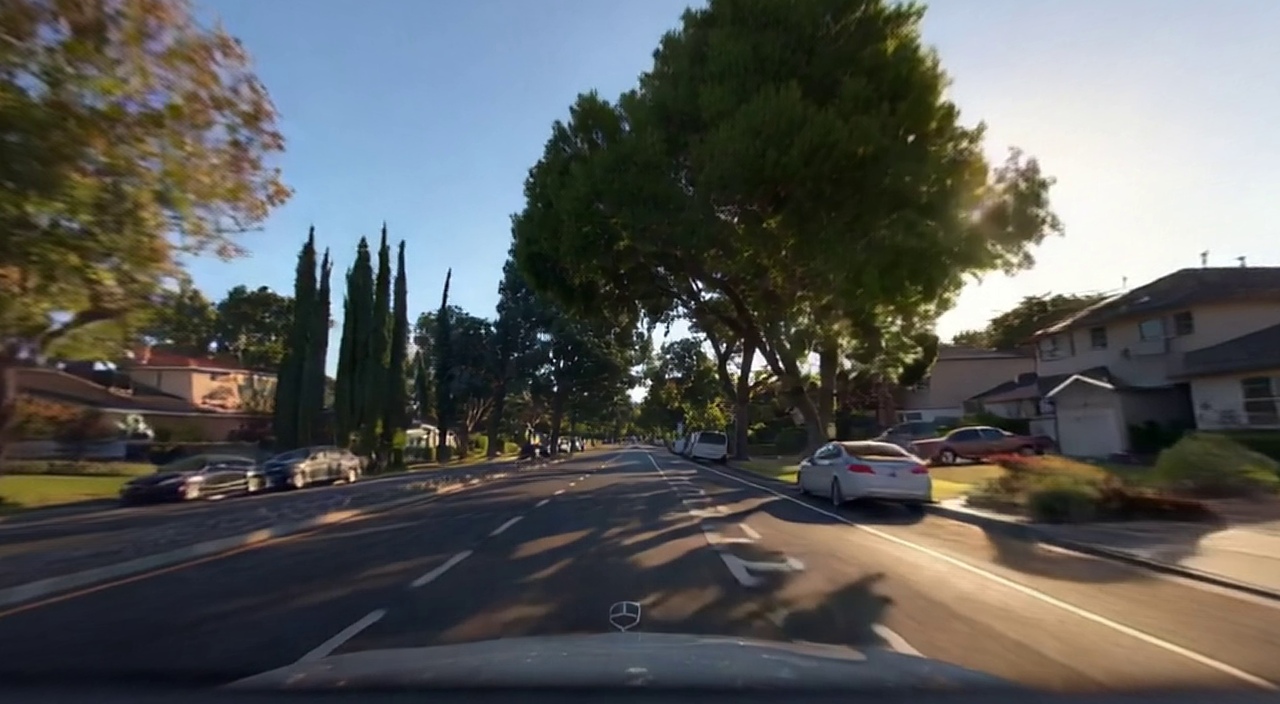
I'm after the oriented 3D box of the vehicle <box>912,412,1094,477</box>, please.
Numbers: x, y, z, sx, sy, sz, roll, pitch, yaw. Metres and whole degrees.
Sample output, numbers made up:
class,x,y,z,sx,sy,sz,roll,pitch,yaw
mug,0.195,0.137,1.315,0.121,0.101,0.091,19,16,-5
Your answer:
class,x,y,z,sx,sy,sz,roll,pitch,yaw
vehicle,12.323,3.159,21.730,4.825,1.675,2.184,-5,-7,-2

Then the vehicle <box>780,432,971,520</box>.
class,x,y,z,sx,sy,sz,roll,pitch,yaw
vehicle,4.666,2.499,13.542,2.035,1.498,4.910,0,-8,-2

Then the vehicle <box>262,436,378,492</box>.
class,x,y,z,sx,sy,sz,roll,pitch,yaw
vehicle,-12.619,4.406,25.339,2.075,1.917,4.984,-2,-8,0

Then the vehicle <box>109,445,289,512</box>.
class,x,y,z,sx,sy,sz,roll,pitch,yaw
vehicle,-12.581,3.645,18.513,1.925,1.498,4.850,-5,-10,-2

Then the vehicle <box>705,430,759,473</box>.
class,x,y,z,sx,sy,sz,roll,pitch,yaw
vehicle,4.395,4.797,31.003,2.074,1.838,5.402,1,-7,3
